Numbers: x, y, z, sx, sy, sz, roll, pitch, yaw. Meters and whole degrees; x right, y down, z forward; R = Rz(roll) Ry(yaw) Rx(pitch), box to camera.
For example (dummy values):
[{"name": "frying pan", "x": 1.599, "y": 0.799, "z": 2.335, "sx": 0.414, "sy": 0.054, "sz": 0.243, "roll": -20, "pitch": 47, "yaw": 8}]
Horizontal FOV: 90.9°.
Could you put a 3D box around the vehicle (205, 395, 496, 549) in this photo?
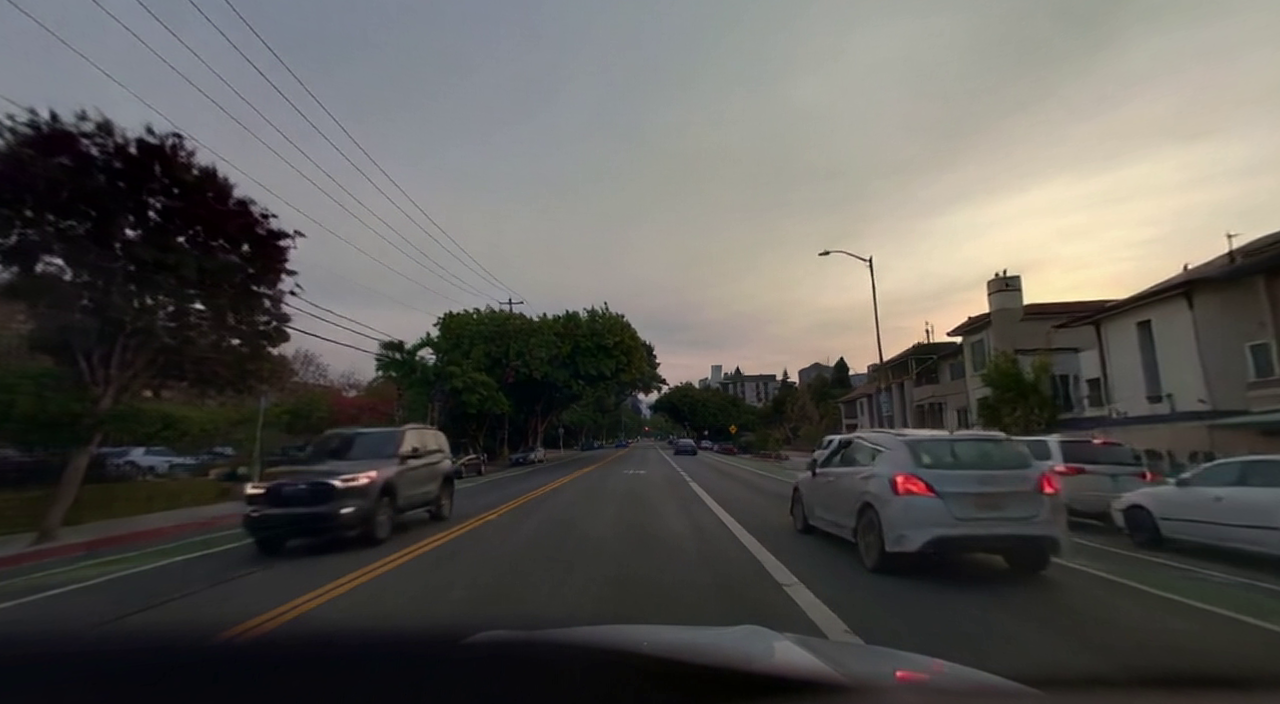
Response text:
[{"name": "vehicle", "x": -4.628, "y": 2.060, "z": 11.560, "sx": 2.435, "sy": 2.069, "sz": 5.772, "roll": -1, "pitch": -8, "yaw": 2}]

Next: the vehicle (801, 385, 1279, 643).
[{"name": "vehicle", "x": 3.300, "y": 1.411, "z": 6.566, "sx": 2.004, "sy": 1.704, "sz": 4.573, "roll": 0, "pitch": -8, "yaw": 0}]

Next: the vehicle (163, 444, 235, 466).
[{"name": "vehicle", "x": -31.719, "y": 7.422, "z": 45.513, "sx": 1.746, "sy": 1.479, "sz": 4.603, "roll": 0, "pitch": -9, "yaw": 2}]

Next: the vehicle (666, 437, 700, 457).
[{"name": "vehicle", "x": 3.204, "y": 7.229, "z": 48.038, "sx": 2.059, "sy": 1.489, "sz": 4.629, "roll": 0, "pitch": -8, "yaw": -2}]
